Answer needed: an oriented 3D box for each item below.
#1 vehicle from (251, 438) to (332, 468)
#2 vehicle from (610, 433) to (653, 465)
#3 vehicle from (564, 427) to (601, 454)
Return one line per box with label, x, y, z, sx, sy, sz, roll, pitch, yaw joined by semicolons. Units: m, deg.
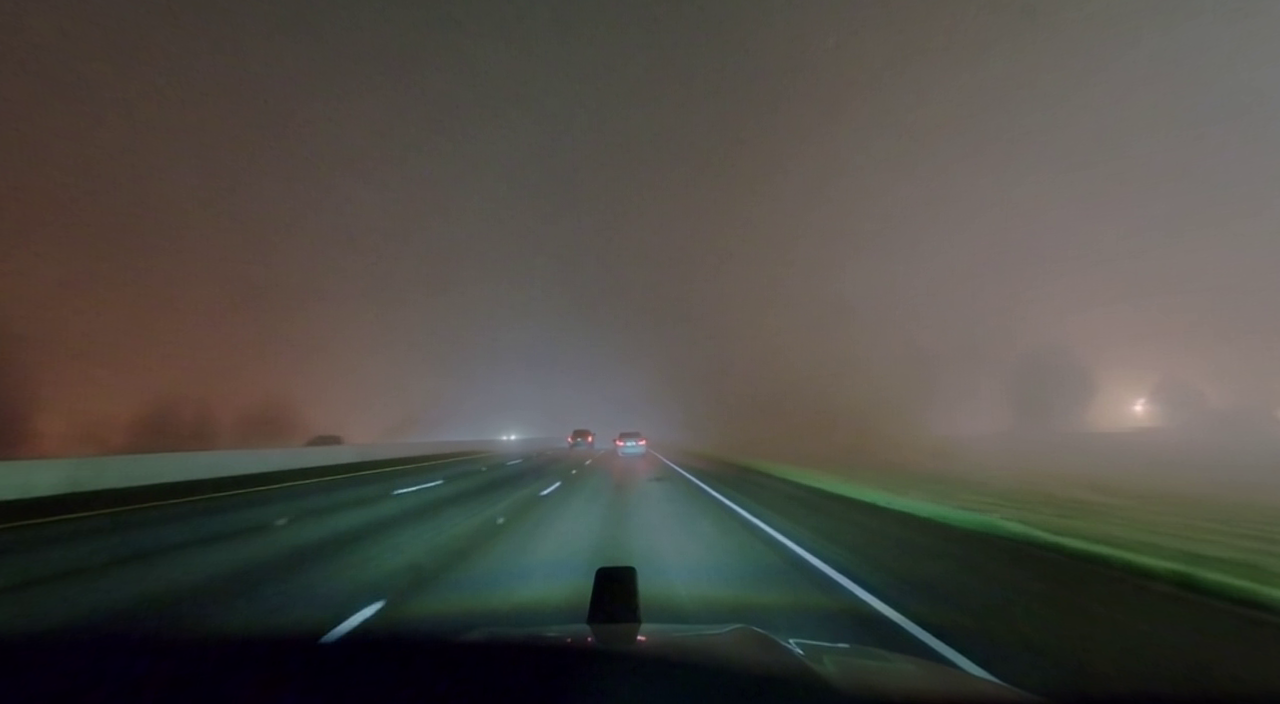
vehicle;-19.648;5.675;35.688;1.908;1.521;4.730;0;-8;0
vehicle;-0.462;4.699;30.779;1.948;1.470;3.913;0;-8;-2
vehicle;-4.234;6.570;46.825;2.251;1.938;4.708;0;-8;0
